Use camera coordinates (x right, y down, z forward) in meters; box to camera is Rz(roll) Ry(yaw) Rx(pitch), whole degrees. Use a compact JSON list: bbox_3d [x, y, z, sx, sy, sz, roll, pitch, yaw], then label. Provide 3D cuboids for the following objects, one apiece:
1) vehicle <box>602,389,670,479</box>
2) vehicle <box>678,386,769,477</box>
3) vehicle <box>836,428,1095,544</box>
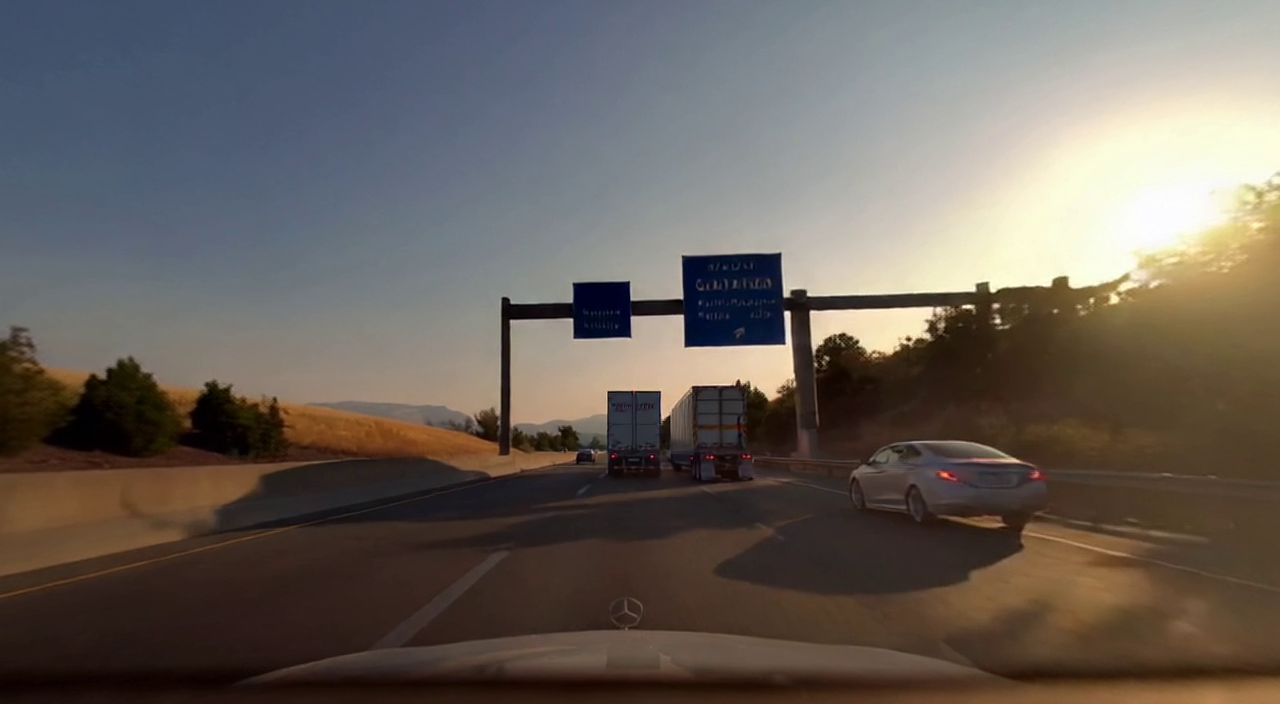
[{"bbox_3d":[-0.179,4.222,31.844,2.864,3.805,9.709,0,-9,0],"label":"vehicle"},{"bbox_3d":[4.246,4.723,36.187,3.044,4.128,14.482,0,-9,-1],"label":"vehicle"},{"bbox_3d":[5.110,2.171,10.915,2.086,1.530,4.808,-1,-9,3],"label":"vehicle"}]
